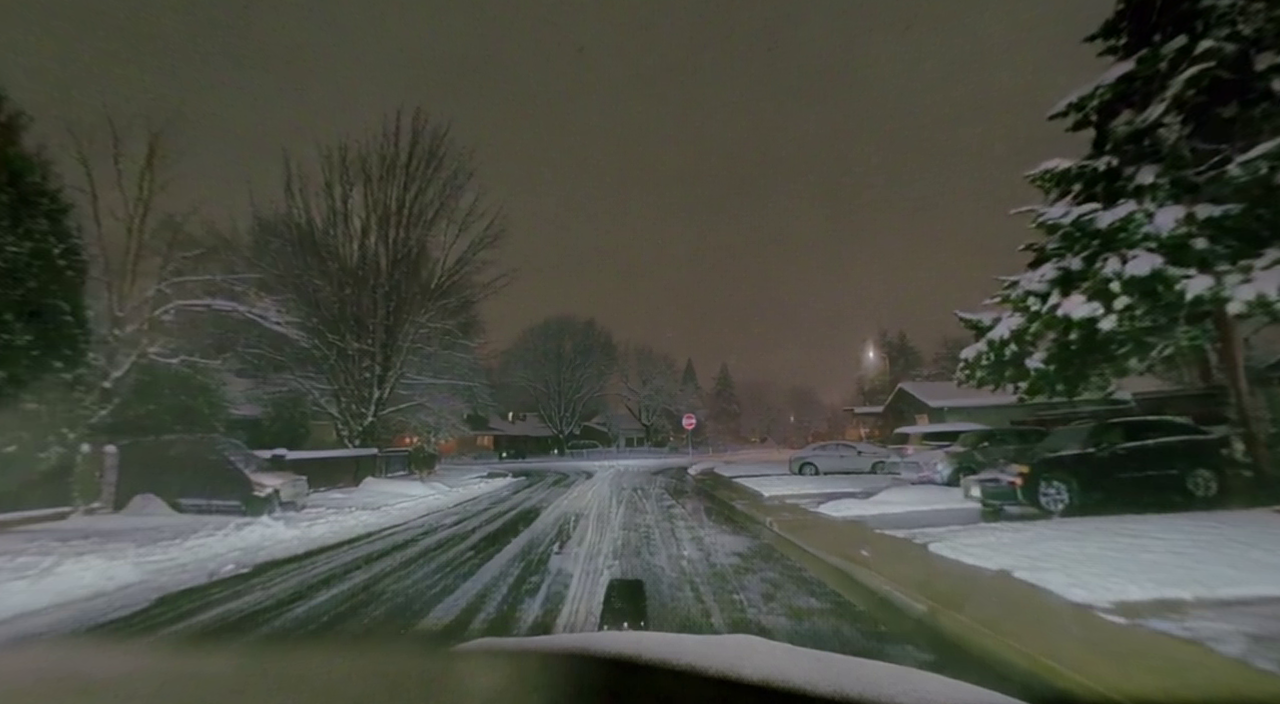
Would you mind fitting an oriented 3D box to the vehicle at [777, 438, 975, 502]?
[{"bbox_3d":[5.727,2.885,15.713,4.229,1.402,1.811,1,-8,1],"label":"vehicle"}]

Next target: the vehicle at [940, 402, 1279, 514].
[{"bbox_3d":[9.397,2.148,12.985,5.239,1.933,2.131,-2,-9,-1],"label":"vehicle"}]
